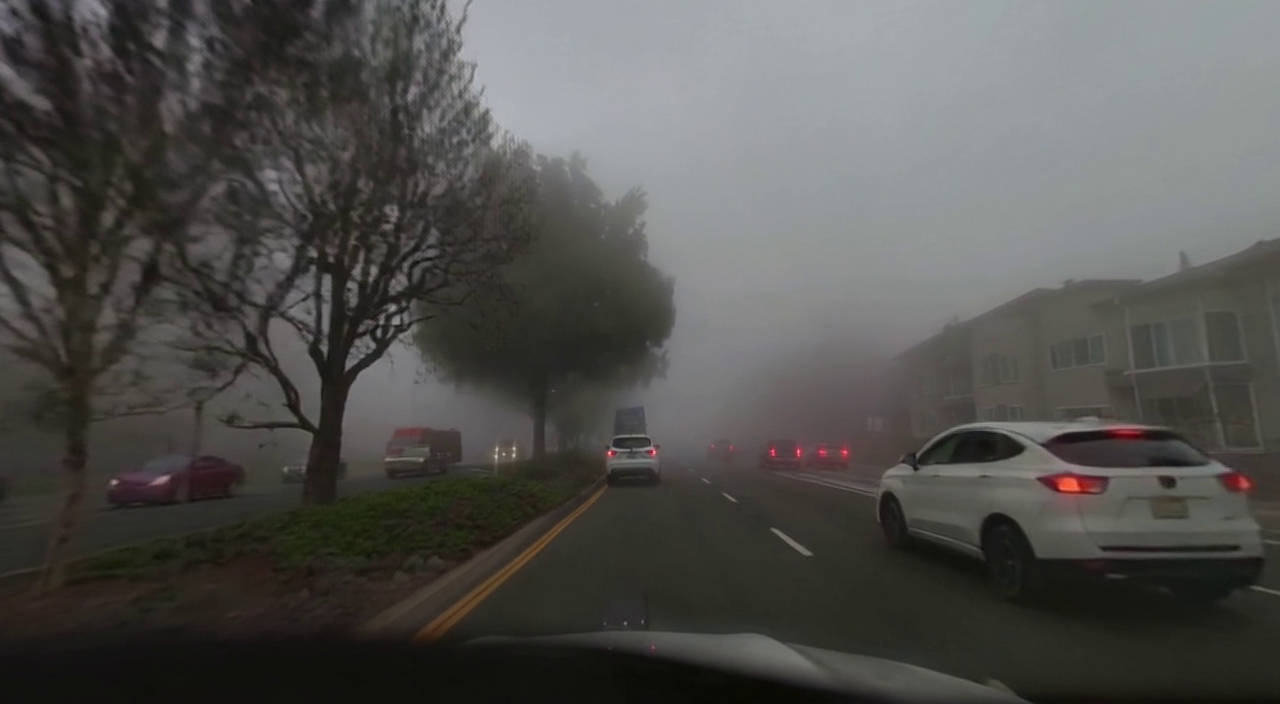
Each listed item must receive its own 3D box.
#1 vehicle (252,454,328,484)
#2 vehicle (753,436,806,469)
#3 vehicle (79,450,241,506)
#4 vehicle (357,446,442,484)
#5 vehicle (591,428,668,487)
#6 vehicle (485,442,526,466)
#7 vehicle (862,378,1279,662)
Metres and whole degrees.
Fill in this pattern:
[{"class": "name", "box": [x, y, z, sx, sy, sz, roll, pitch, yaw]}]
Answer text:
[{"class": "vehicle", "box": [-20.449, 6.842, 37.044, 1.821, 1.568, 4.296, 0, -9, 2]}, {"class": "vehicle", "box": [7.772, 5.633, 35.431, 1.971, 1.722, 4.341, 0, -8, 0]}, {"class": "vehicle", "box": [-16.545, 4.318, 22.117, 1.972, 1.723, 4.608, 0, -9, 1]}, {"class": "vehicle", "box": [-10.314, 4.857, 27.450, 1.907, 1.471, 4.410, 0, -9, 1]}, {"class": "vehicle", "box": [-0.329, 3.560, 21.531, 2.332, 1.798, 4.546, 0, -8, 0]}, {"class": "vehicle", "box": [-10.261, 7.796, 48.405, 2.142, 1.742, 4.523, 0, -9, 1]}, {"class": "vehicle", "box": [3.983, 1.333, 6.078, 2.100, 1.689, 4.501, 0, -8, 1]}]
